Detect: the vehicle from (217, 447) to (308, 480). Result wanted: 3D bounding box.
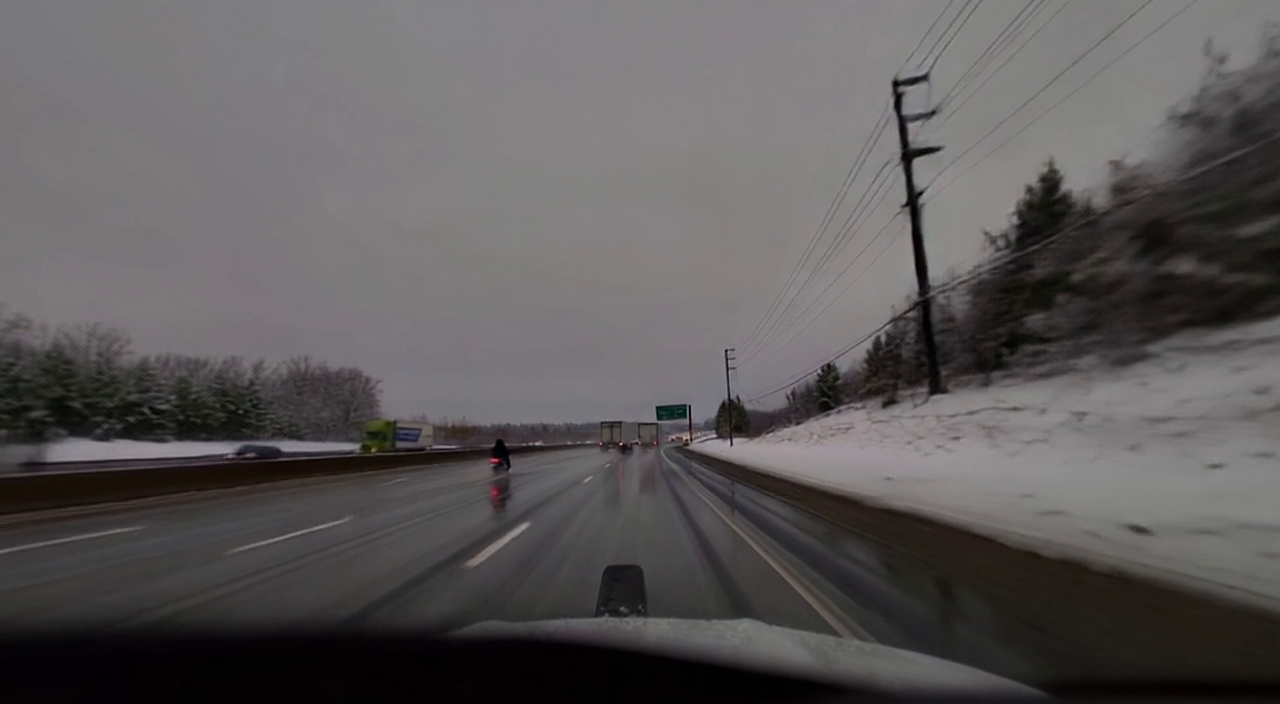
[{"bbox_3d":[-20.789,6.123,35.029,2.162,1.661,4.641,0,-8,0],"label":"vehicle"}]
